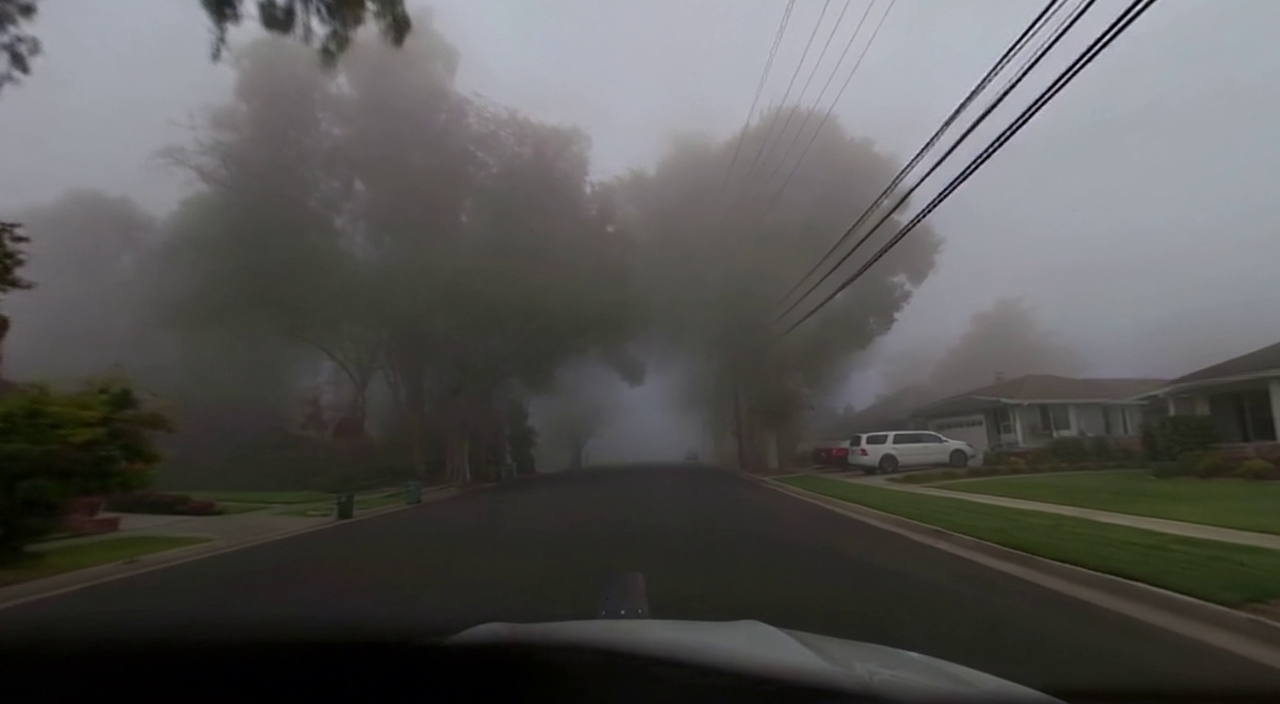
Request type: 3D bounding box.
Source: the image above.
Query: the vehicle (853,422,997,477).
[{"bbox_3d":[11.152,3.866,25.036,4.555,1.803,2.151,-3,-9,0],"label":"vehicle"}]
